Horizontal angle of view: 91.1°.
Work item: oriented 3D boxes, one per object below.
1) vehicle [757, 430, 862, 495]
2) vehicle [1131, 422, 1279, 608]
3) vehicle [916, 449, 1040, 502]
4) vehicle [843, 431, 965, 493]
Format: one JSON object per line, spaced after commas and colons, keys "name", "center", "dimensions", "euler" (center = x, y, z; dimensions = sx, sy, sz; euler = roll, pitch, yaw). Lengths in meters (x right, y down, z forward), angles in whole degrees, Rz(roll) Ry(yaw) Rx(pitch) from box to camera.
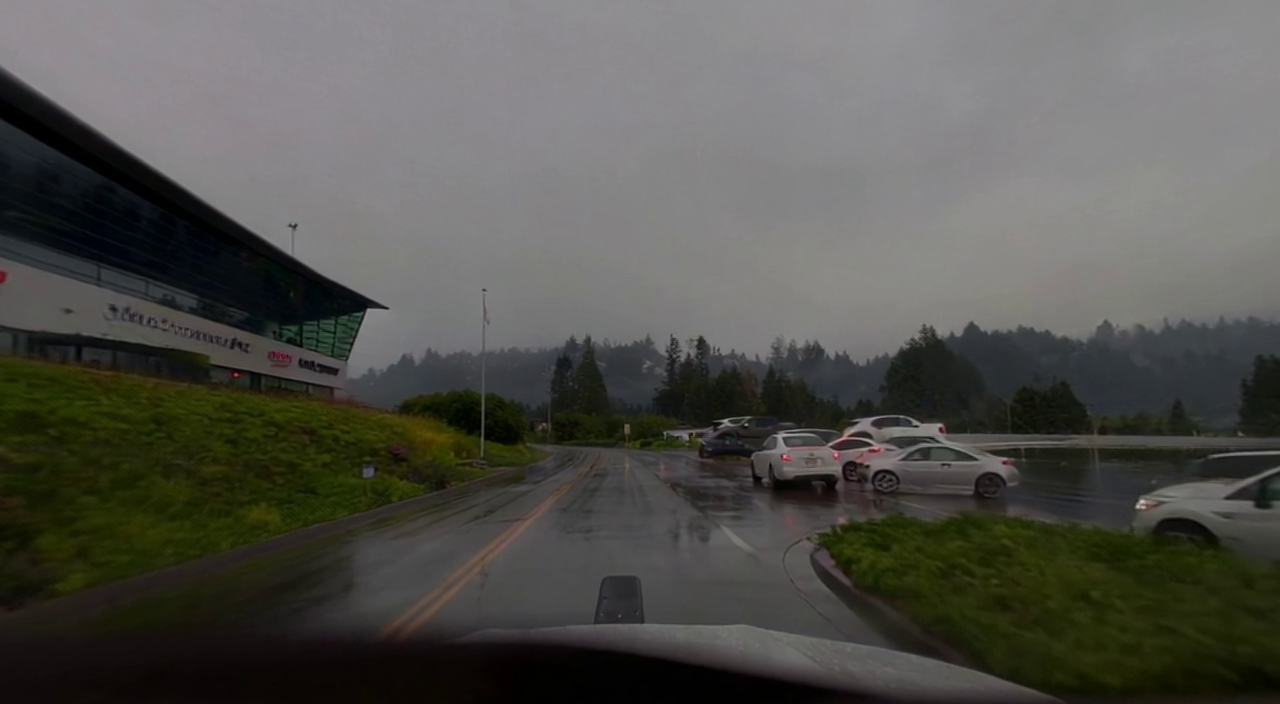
{"name": "vehicle", "center": [5.340, 3.537, 20.476], "dimensions": [1.977, 1.860, 4.237], "euler": [0, -9, -4]}
{"name": "vehicle", "center": [8.044, 1.645, 6.161], "dimensions": [2.113, 1.945, 4.546], "euler": [2, -9, -16]}
{"name": "vehicle", "center": [10.632, 3.888, 20.153], "dimensions": [1.819, 1.494, 3.834], "euler": [0, -9, 0]}
{"name": "vehicle", "center": [8.126, 3.435, 19.903], "dimensions": [1.924, 1.713, 4.627], "euler": [-1, -9, 1]}
